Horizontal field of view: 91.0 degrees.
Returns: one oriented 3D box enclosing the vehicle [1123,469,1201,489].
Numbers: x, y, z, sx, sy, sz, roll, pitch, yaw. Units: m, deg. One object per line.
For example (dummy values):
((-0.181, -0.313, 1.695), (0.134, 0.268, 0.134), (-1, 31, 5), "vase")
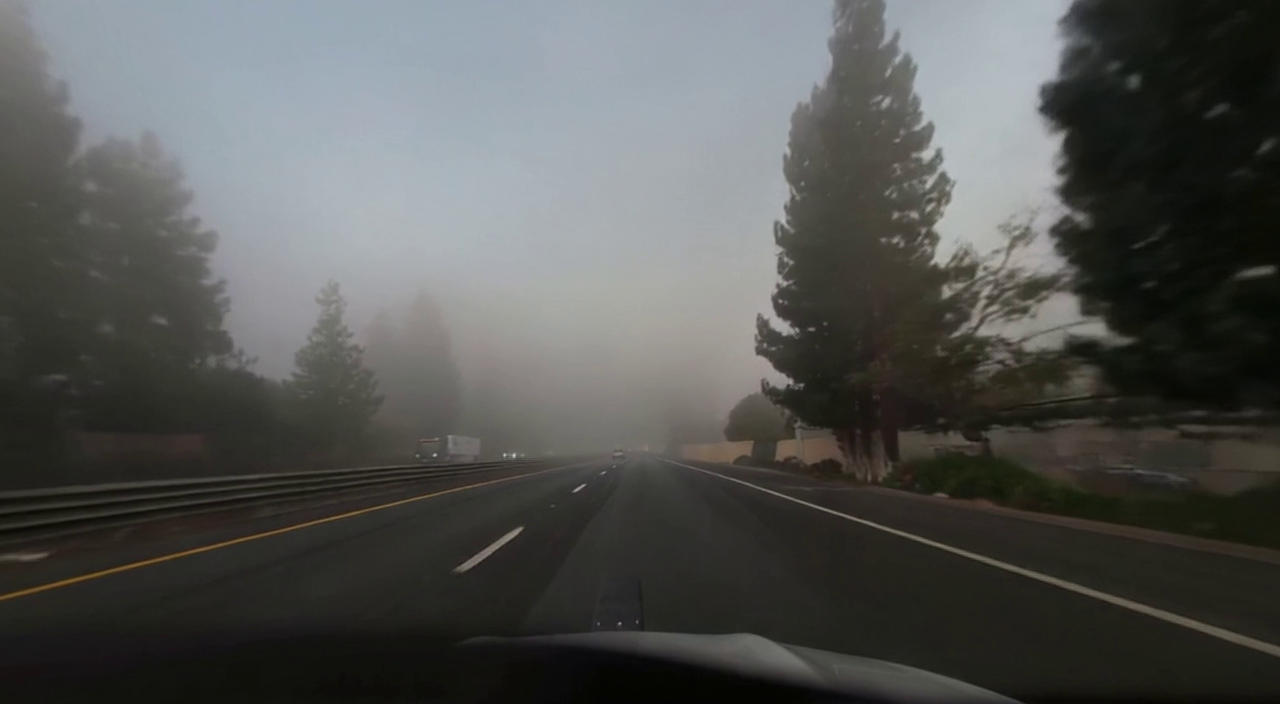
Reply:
((39.994, 9.718, 48.296), (4.374, 1.432, 1.901), (1, -9, -4), "vehicle")
